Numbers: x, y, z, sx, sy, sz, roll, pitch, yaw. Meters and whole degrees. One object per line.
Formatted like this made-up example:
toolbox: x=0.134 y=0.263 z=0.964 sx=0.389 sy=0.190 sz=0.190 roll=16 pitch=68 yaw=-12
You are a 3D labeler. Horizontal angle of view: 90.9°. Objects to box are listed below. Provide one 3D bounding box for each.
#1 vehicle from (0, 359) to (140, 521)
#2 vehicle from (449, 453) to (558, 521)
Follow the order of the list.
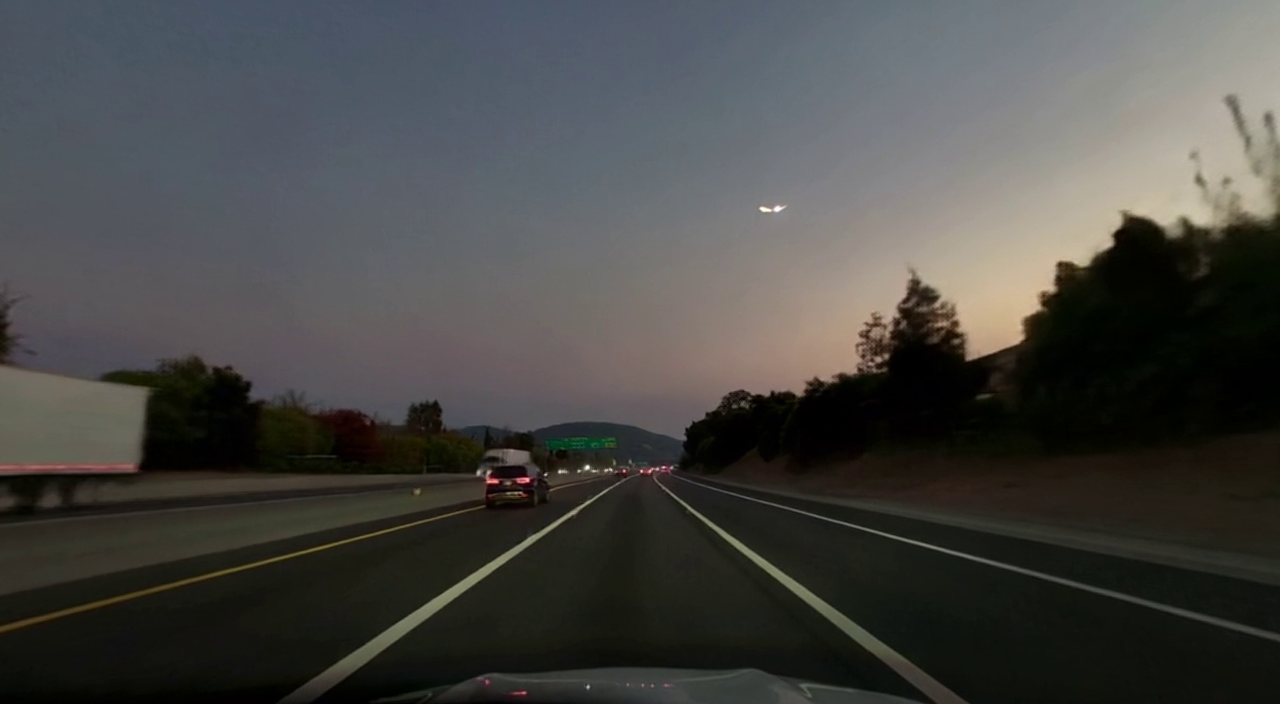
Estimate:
vehicle: x=-17.528 y=2.209 z=15.951 sx=2.820 sy=4.017 sz=8.039 roll=1 pitch=-11 yaw=0
vehicle: x=-3.796 y=3.887 z=18.489 sx=2.053 sy=1.657 sz=4.725 roll=1 pitch=-11 yaw=1
